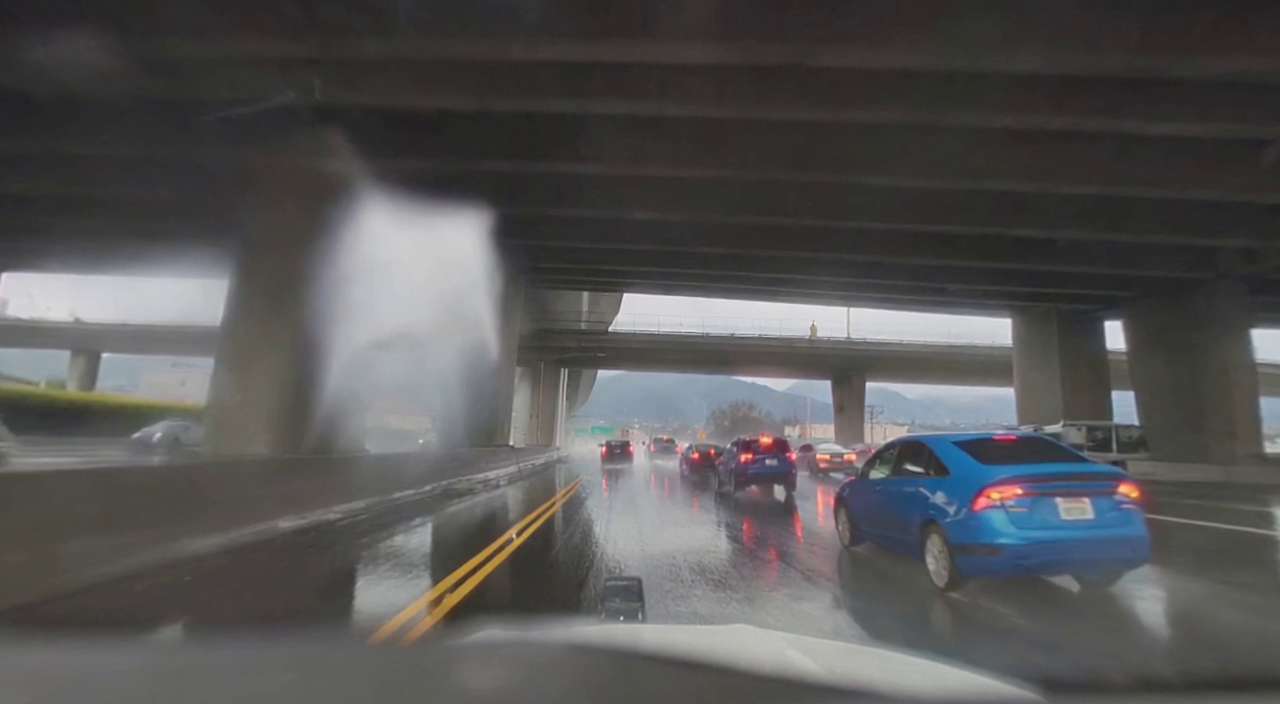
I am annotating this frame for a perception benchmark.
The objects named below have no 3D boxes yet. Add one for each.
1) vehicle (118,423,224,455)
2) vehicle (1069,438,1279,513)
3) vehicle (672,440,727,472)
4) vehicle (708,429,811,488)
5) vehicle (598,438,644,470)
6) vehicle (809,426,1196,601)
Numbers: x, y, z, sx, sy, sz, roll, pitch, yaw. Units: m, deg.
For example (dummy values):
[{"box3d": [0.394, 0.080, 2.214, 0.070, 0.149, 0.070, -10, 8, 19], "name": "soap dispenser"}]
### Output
[{"box3d": [-29.075, 5.480, 39.476, 2.322, 1.825, 5.698, 0, -8, -1], "name": "vehicle"}, {"box3d": [13.023, 2.812, 15.027, 1.878, 1.459, 4.742, 1, -9, -7], "name": "vehicle"}, {"box3d": [2.862, 5.148, 31.424, 2.074, 1.455, 4.646, 0, -8, -3], "name": "vehicle"}, {"box3d": [3.838, 3.566, 21.448, 2.276, 1.739, 5.040, 0, -8, -3], "name": "vehicle"}, {"box3d": [-0.993, 5.346, 33.211, 2.266, 1.549, 3.978, 0, -8, -2], "name": "vehicle"}, {"box3d": [3.707, 1.716, 7.710, 1.944, 1.466, 4.540, 0, -8, -1], "name": "vehicle"}]
